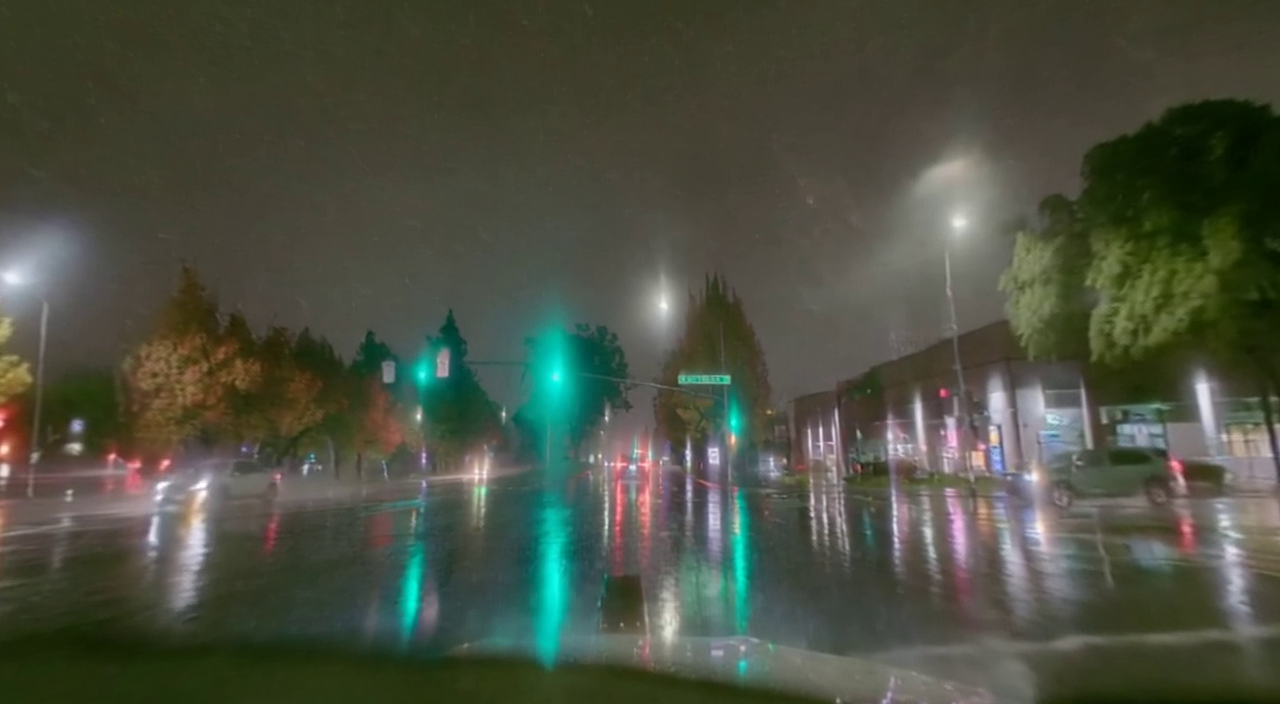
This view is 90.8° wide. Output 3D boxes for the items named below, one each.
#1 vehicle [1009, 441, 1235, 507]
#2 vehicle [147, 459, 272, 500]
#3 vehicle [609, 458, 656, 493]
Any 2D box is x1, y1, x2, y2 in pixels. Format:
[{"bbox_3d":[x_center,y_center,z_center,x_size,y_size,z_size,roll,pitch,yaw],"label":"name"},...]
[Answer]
[{"bbox_3d":[14.464,3.656,19.205,5.174,1.878,2.000,0,-8,-1],"label":"vehicle"},{"bbox_3d":[-18.316,5.418,27.217,1.925,1.497,4.788,0,-8,1],"label":"vehicle"},{"bbox_3d":[-0.297,5.877,30.231,2.115,1.461,3.976,0,-8,1],"label":"vehicle"}]
